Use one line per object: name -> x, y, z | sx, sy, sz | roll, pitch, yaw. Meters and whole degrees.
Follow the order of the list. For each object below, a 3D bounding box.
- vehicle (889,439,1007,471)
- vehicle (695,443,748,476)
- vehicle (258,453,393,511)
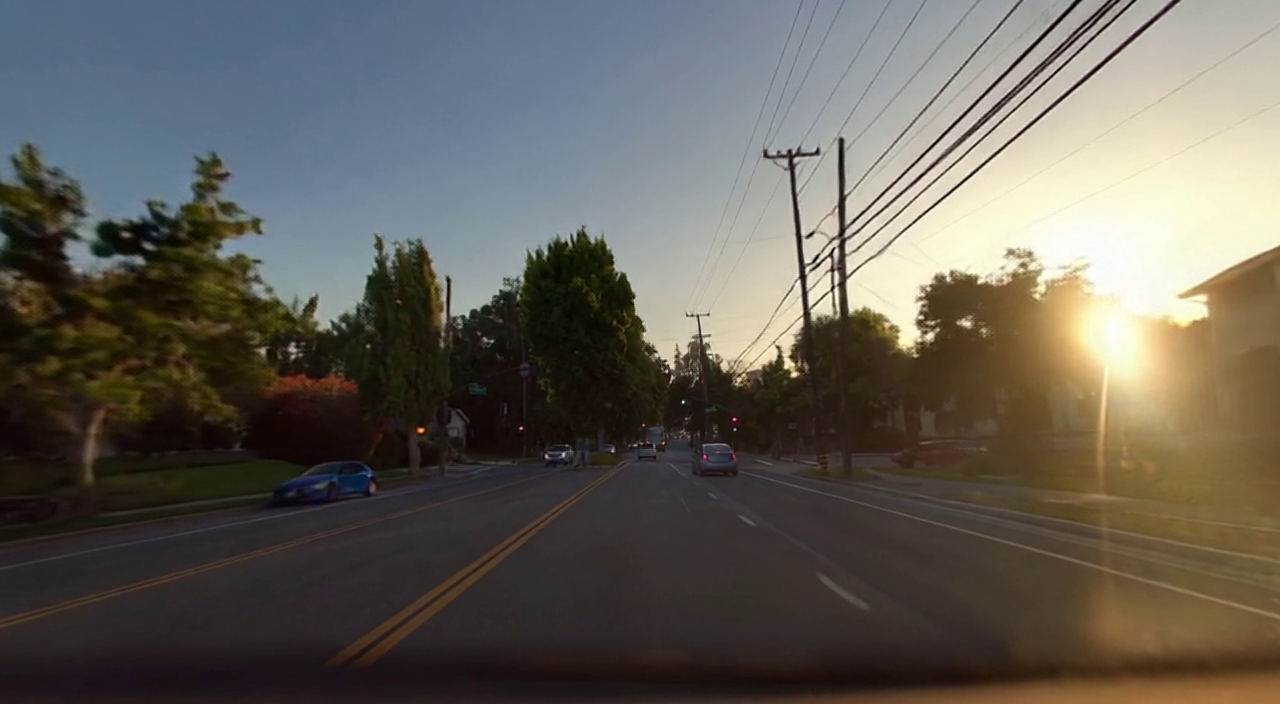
vehicle -> 15.011, 5.030, 30.824 | 4.838, 1.474, 1.873 | 1, -8, -6
vehicle -> 3.855, 5.186, 30.688 | 1.951, 1.479, 4.487 | 0, -8, -1
vehicle -> -10.032, 4.132, 20.611 | 2.032, 1.452, 4.656 | -2, -7, 0
